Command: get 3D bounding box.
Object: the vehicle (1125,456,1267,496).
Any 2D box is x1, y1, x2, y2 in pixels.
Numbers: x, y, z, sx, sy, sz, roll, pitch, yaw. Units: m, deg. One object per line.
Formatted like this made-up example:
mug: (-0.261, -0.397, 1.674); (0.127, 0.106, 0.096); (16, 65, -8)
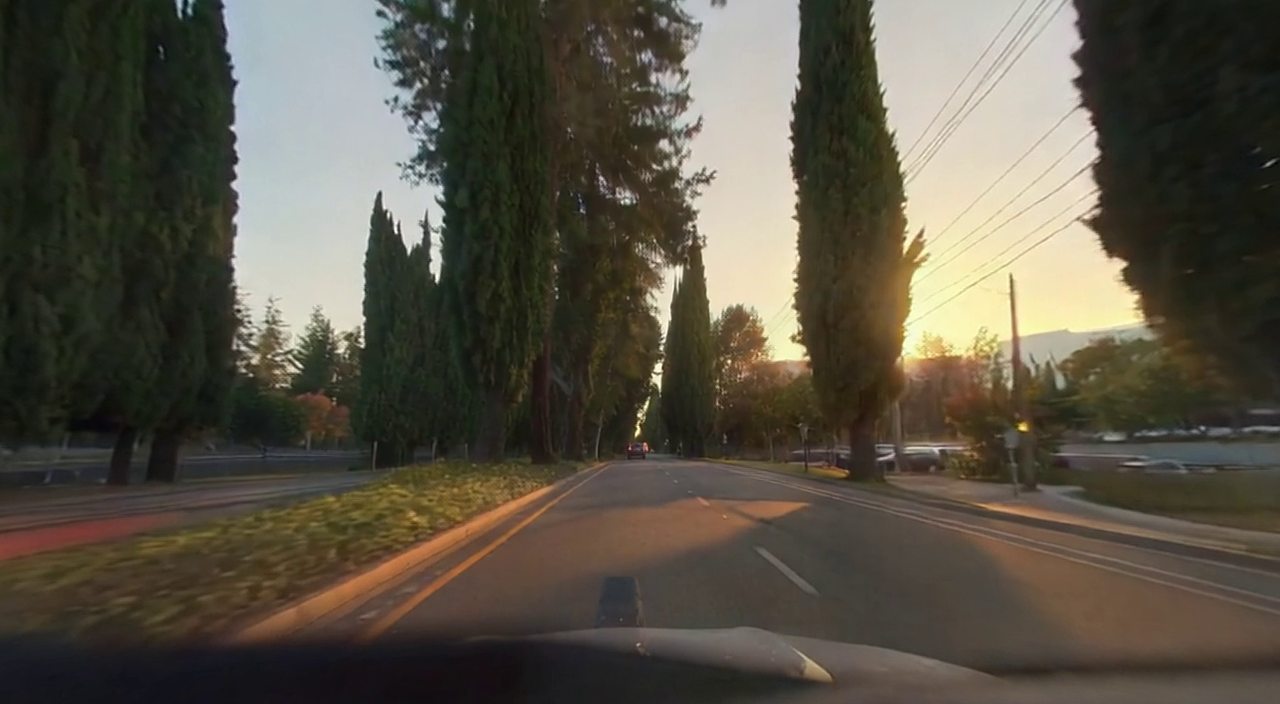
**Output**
vehicle: (24.732, 5.493, 28.195); (4.592, 1.626, 1.940); (0, -9, -4)
